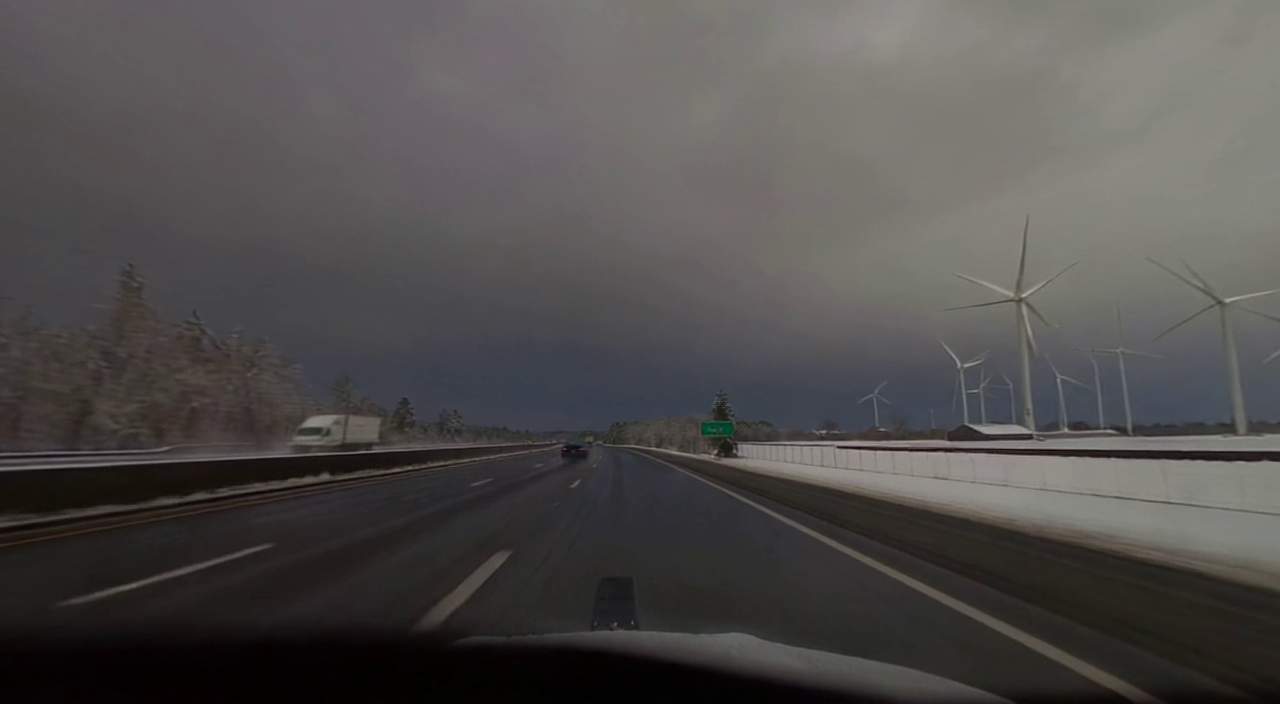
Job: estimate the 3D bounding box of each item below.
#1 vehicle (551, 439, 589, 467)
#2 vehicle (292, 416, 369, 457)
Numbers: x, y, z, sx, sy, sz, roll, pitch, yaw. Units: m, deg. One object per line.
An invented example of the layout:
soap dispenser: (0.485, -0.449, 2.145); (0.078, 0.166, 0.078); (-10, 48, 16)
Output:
vehicle: (-4.133, 6.007, 37.643); (2.053, 1.549, 4.097); (0, -8, -4)
vehicle: (-24.241, 6.697, 49.706); (2.640, 3.014, 7.308); (0, -8, -3)
